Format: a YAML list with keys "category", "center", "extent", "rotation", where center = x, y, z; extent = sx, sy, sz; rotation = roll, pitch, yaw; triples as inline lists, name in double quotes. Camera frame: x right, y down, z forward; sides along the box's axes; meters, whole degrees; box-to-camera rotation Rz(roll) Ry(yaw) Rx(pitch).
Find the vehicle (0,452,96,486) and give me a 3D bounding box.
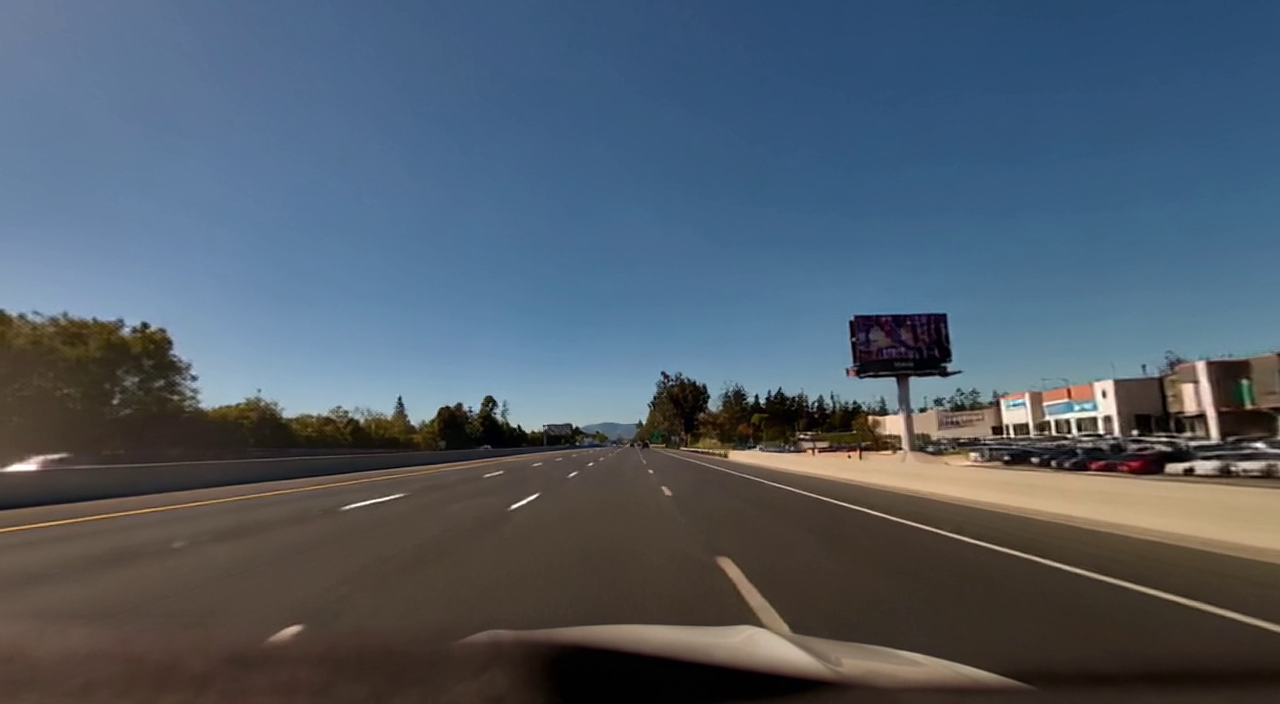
- category: "vehicle"
  center: [-29.519, 5.675, 30.920]
  extent: [1.932, 1.454, 4.229]
  rotation: [0, -8, -1]
